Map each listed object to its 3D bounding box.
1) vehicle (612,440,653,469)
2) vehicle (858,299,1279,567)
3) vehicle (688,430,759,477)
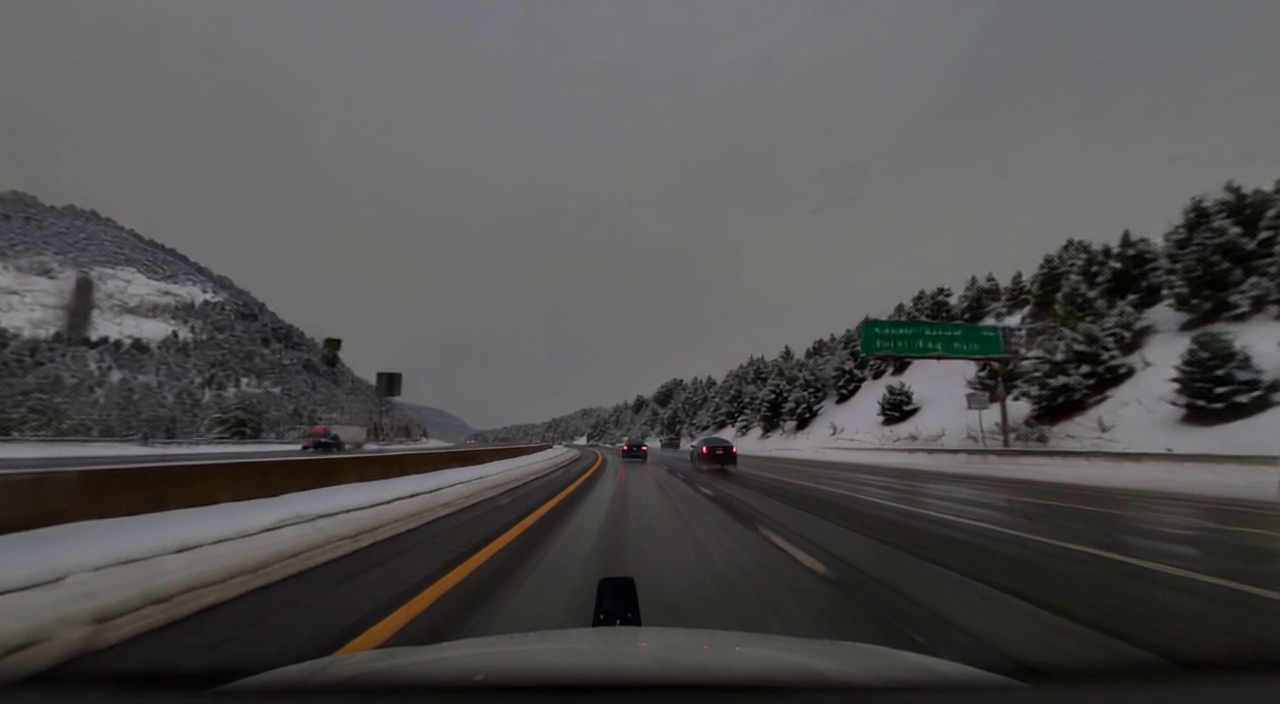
[{"bbox_3d":[-0.471,5.558,34.294,2.083,1.477,3.965,0,-9,-2],"label":"vehicle"},{"bbox_3d":[7.394,1.583,11.869,2.880,2.975,9.608,0,-9,-2],"label":"vehicle"},{"bbox_3d":[3.361,4.219,26.400,2.098,1.794,4.561,0,-9,-3],"label":"vehicle"}]
